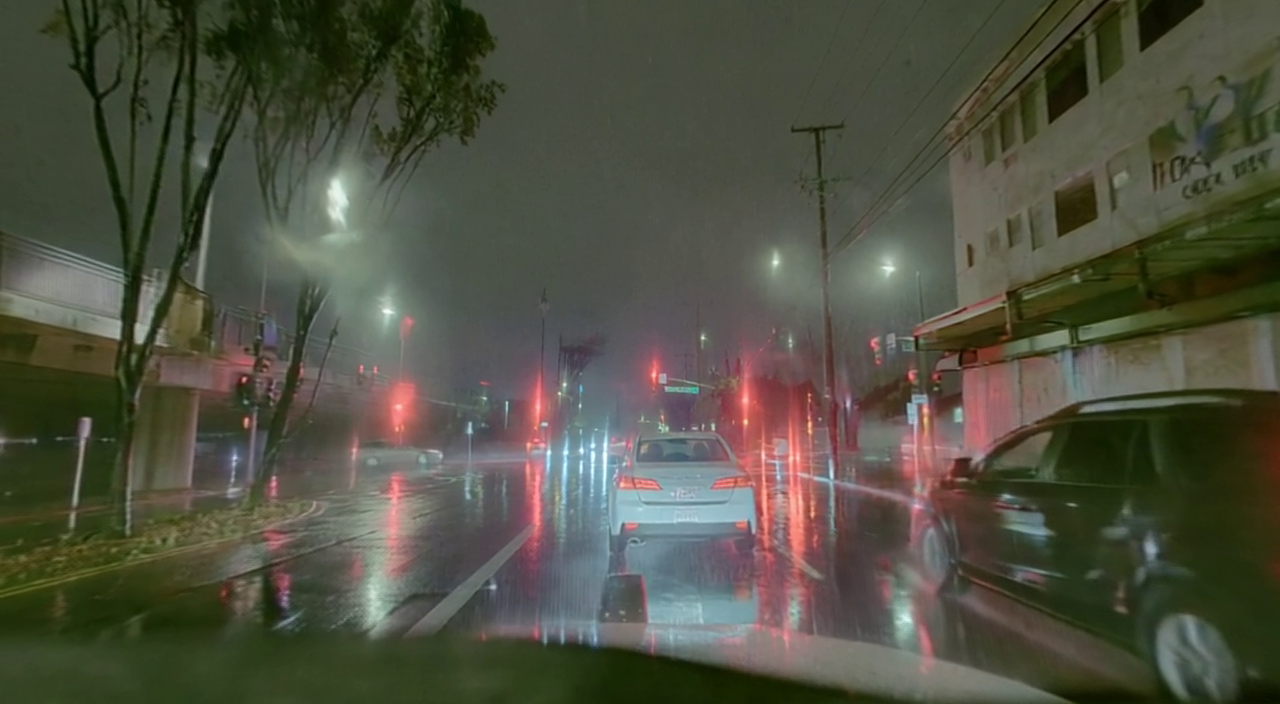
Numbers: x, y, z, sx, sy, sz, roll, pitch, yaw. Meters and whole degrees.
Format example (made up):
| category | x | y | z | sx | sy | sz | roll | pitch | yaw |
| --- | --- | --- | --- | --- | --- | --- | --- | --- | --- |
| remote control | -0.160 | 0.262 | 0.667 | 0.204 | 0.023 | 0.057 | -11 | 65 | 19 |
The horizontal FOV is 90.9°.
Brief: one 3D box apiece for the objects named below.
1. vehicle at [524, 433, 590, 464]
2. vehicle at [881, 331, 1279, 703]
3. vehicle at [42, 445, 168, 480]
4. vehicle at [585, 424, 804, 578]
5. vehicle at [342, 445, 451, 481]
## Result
| category | x | y | z | sx | sy | sz | roll | pitch | yaw |
| --- | --- | --- | --- | --- | --- | --- | --- | --- | --- |
| vehicle | -5.389 | 6.417 | 42.062 | 2.322 | 1.916 | 5.640 | -3 | -9 | 16 |
| vehicle | 3.578 | 1.087 | 4.342 | 2.062 | 1.781 | 4.488 | 0 | -8 | 1 |
| vehicle | -26.741 | 5.529 | 31.652 | 4.474 | 1.673 | 2.010 | 0 | -8 | 1 |
| vehicle | 0.544 | 1.749 | 8.244 | 2.101 | 1.467 | 4.210 | 0 | -8 | 1 |
| vehicle | -10.911 | 4.953 | 28.568 | 1.873 | 1.462 | 4.283 | -5 | -10 | 30 |
